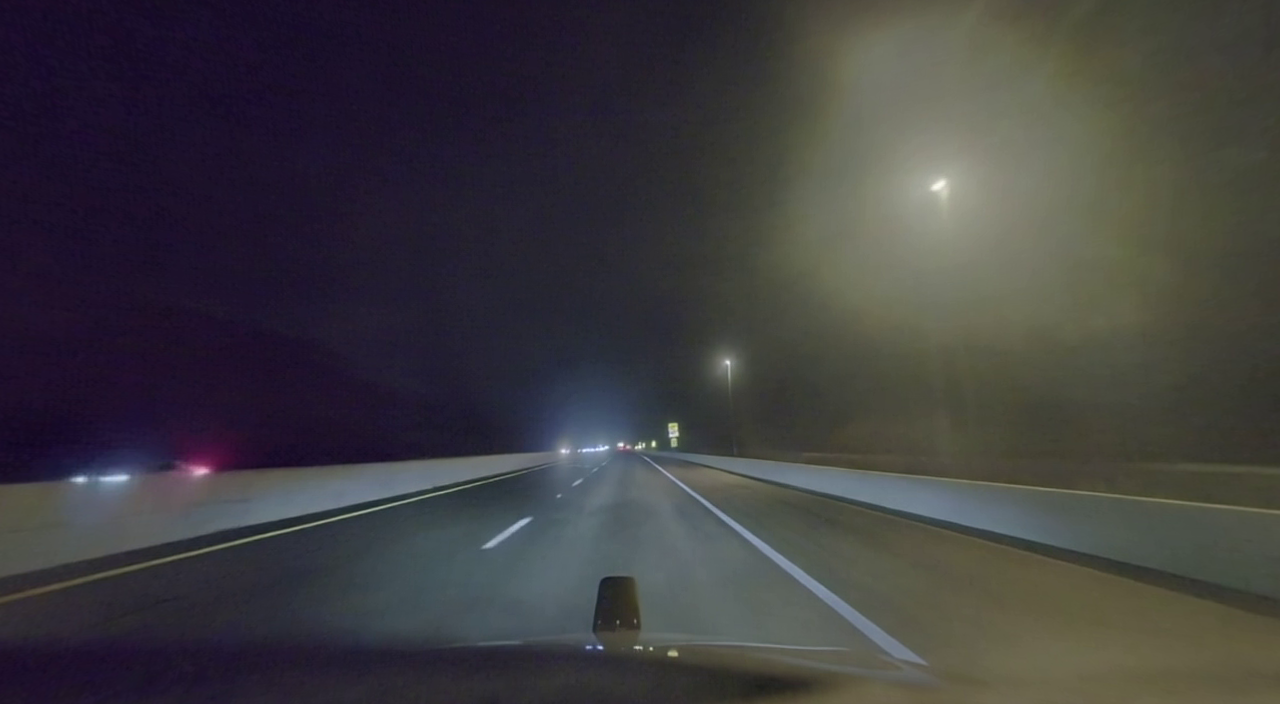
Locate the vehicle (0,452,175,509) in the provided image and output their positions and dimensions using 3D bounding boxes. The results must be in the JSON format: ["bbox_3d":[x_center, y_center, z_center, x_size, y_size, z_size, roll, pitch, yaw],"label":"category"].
[{"bbox_3d":[-17.474,4.028,20.150,1.888,1.579,4.230,0,-9,-3],"label":"vehicle"}]

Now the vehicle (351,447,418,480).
[{"bbox_3d":[-12.959,5.659,32.032,1.882,1.550,4.112,0,-9,-4],"label":"vehicle"}]
